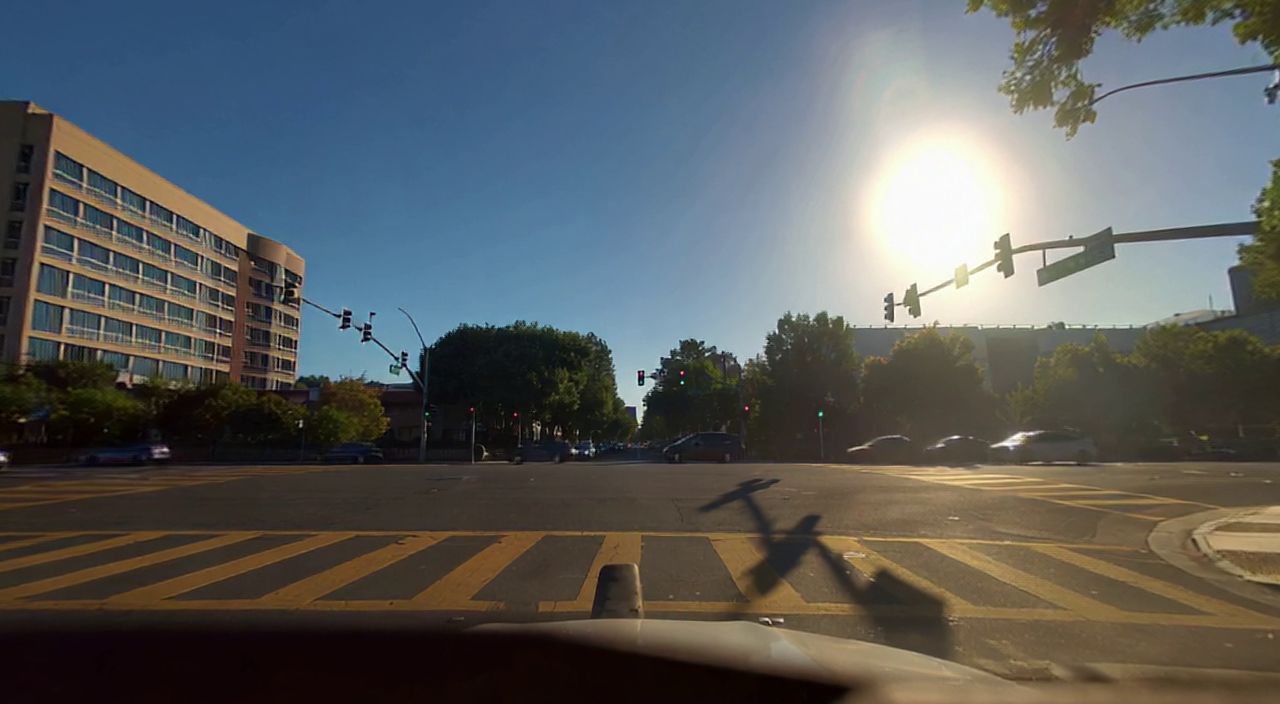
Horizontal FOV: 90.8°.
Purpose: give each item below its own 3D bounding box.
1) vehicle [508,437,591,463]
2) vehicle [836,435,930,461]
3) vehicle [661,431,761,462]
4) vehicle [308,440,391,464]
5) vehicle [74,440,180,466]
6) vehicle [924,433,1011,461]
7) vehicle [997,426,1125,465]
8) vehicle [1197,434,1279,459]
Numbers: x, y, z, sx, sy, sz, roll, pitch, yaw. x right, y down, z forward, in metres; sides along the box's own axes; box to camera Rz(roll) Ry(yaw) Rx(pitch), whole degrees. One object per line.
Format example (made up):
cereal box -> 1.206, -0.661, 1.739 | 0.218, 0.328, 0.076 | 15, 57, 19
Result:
vehicle -> -5.210, 5.701, 36.798 | 4.519, 1.476, 1.767 | 0, -9, 0
vehicle -> 14.188, 5.651, 37.080 | 4.724, 1.452, 1.870 | 0, -9, 1
vehicle -> 4.420, 6.006, 40.086 | 6.133, 1.833, 2.155 | -1, -9, 2
vehicle -> -18.548, 6.395, 40.453 | 4.443, 1.472, 1.794 | 0, -9, 0
vehicle -> -29.721, 5.860, 36.716 | 4.631, 1.435, 1.715 | 0, -9, 0
vehicle -> 21.031, 6.110, 40.647 | 4.488, 1.667, 1.869 | 0, -9, 1
vehicle -> 20.298, 4.541, 30.653 | 4.662, 1.764, 2.064 | -1, -9, 1
vehicle -> 38.467, 6.021, 40.219 | 4.100, 1.509, 1.853 | 0, -9, 0
